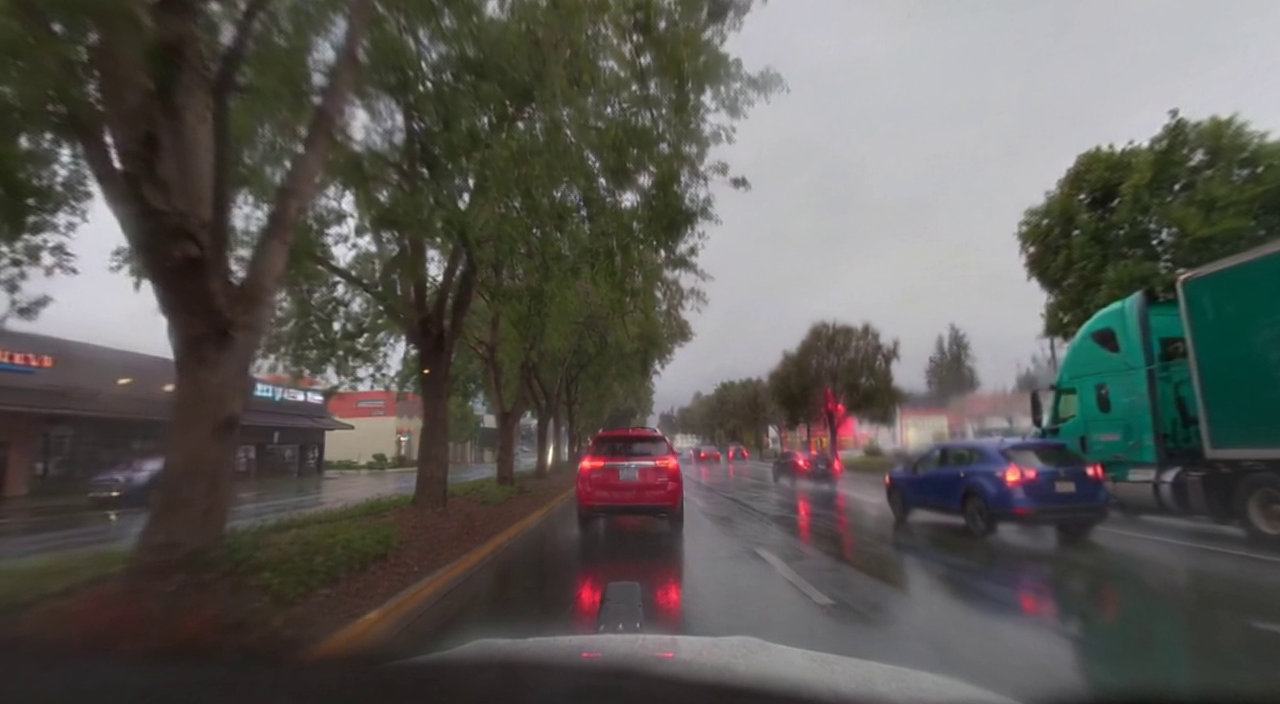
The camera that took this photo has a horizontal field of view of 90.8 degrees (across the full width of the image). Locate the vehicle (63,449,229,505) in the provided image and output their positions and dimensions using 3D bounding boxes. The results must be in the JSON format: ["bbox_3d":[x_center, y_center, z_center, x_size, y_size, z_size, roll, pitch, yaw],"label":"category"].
[{"bbox_3d":[-19.311,4.861,25.156,2.302,1.939,5.221,0,-9,1],"label":"vehicle"}]

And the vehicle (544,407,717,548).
[{"bbox_3d":[-0.153,2.001,10.660,2.320,1.880,4.192,0,-9,-1],"label":"vehicle"}]

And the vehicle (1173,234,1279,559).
[{"bbox_3d":[9.968,-0.512,1.220,2.879,4.284,17.334,0,-9,0],"label":"vehicle"}]

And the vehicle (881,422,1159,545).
[{"bbox_3d":[6.181,2.177,11.118,2.056,1.703,4.428,0,-9,-1],"label":"vehicle"}]

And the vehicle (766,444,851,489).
[{"bbox_3d":[6.408,4.389,24.559,2.035,1.553,4.465,0,-9,0],"label":"vehicle"}]

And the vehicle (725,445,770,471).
[{"bbox_3d":[6.533,6.474,38.846,1.914,1.523,4.287,0,-9,-1],"label":"vehicle"}]
